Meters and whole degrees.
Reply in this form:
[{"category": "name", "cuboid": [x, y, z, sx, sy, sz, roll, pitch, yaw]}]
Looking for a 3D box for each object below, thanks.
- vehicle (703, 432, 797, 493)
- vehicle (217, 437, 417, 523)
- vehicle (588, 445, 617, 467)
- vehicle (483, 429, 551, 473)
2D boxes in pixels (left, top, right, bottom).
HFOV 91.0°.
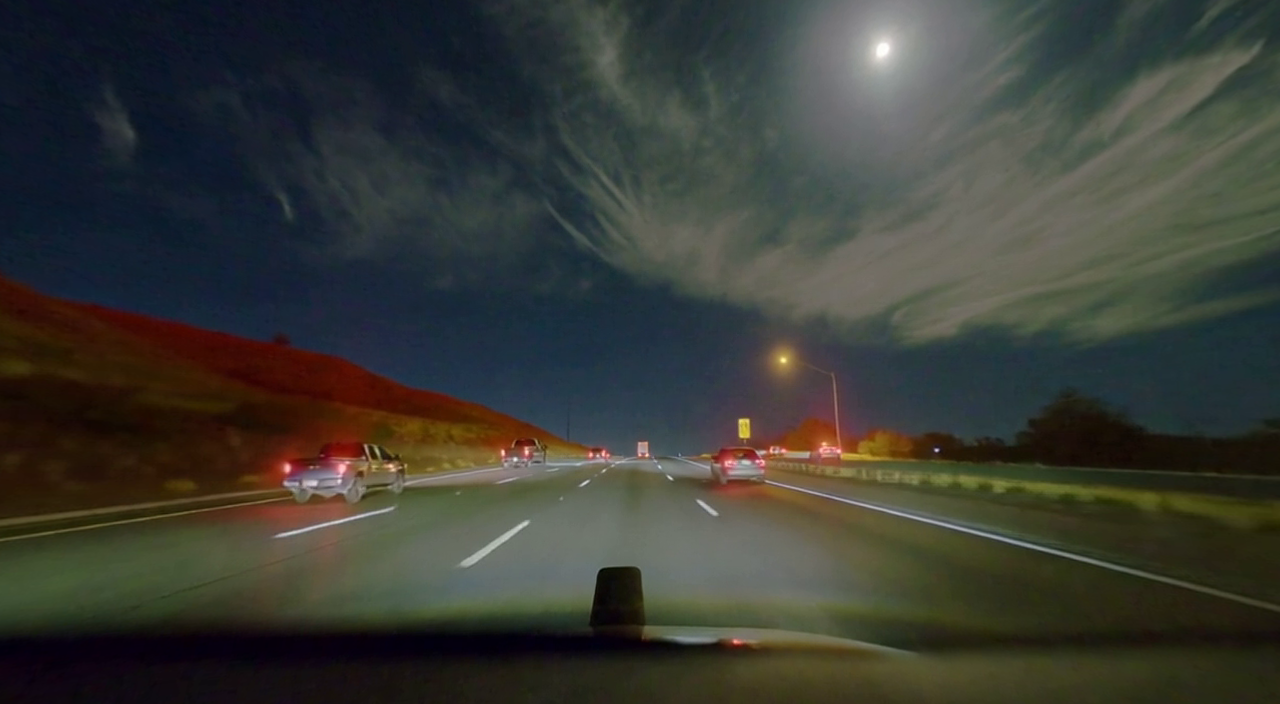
[{"category": "vehicle", "cuboid": [3.465, 3.604, 20.851, 2.231, 1.789, 4.700, 0, -9, 0]}, {"category": "vehicle", "cuboid": [-6.787, 2.724, 14.032, 1.935, 1.550, 4.883, 0, -9, -1]}, {"category": "vehicle", "cuboid": [-2.850, 7.943, 48.345, 2.009, 1.593, 4.378, 0, -9, 0]}, {"category": "vehicle", "cuboid": [-7.627, 6.308, 40.114, 2.937, 2.509, 7.090, 0, -9, -1]}]
